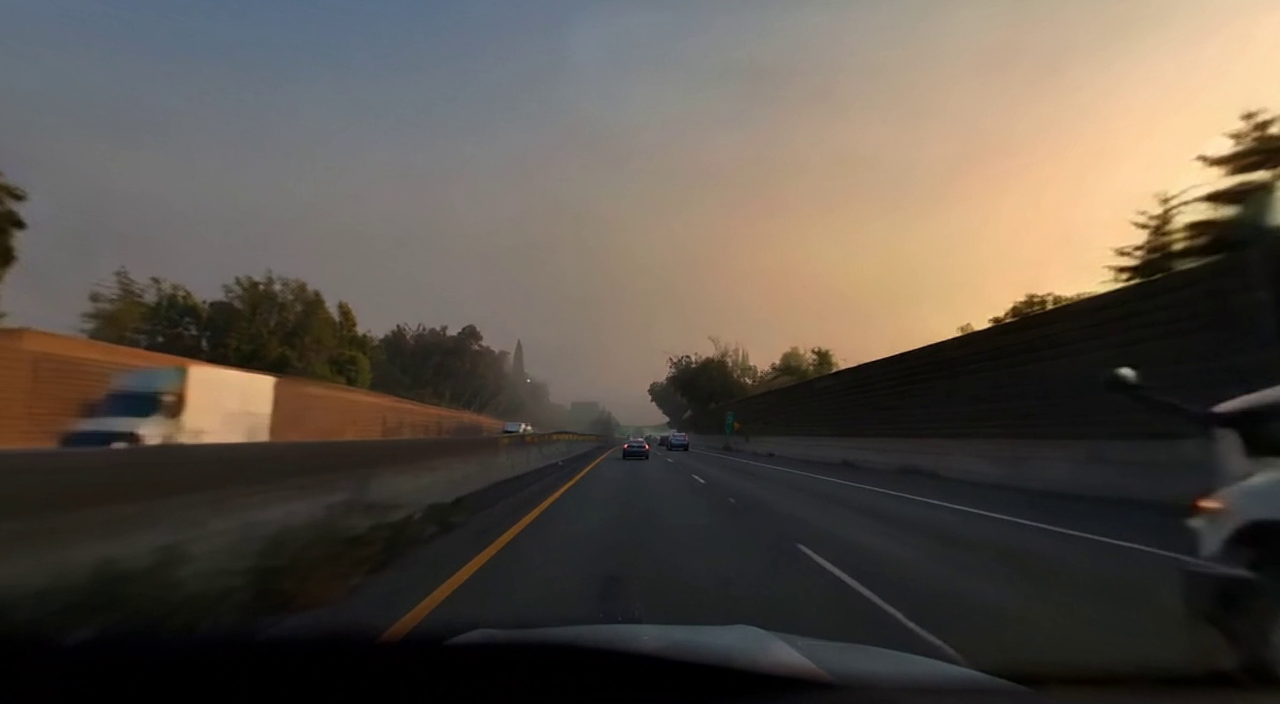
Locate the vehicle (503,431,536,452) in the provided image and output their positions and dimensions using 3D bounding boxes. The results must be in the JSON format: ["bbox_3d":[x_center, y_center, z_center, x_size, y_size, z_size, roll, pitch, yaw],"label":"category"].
[{"bbox_3d":[-9.319,6.961,49.020,1.842,1.511,3.979,0,-8,0],"label":"vehicle"}]

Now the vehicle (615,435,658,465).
[{"bbox_3d":[-0.204,5.175,33.668,2.119,1.480,4.000,0,-8,-1],"label":"vehicle"}]
